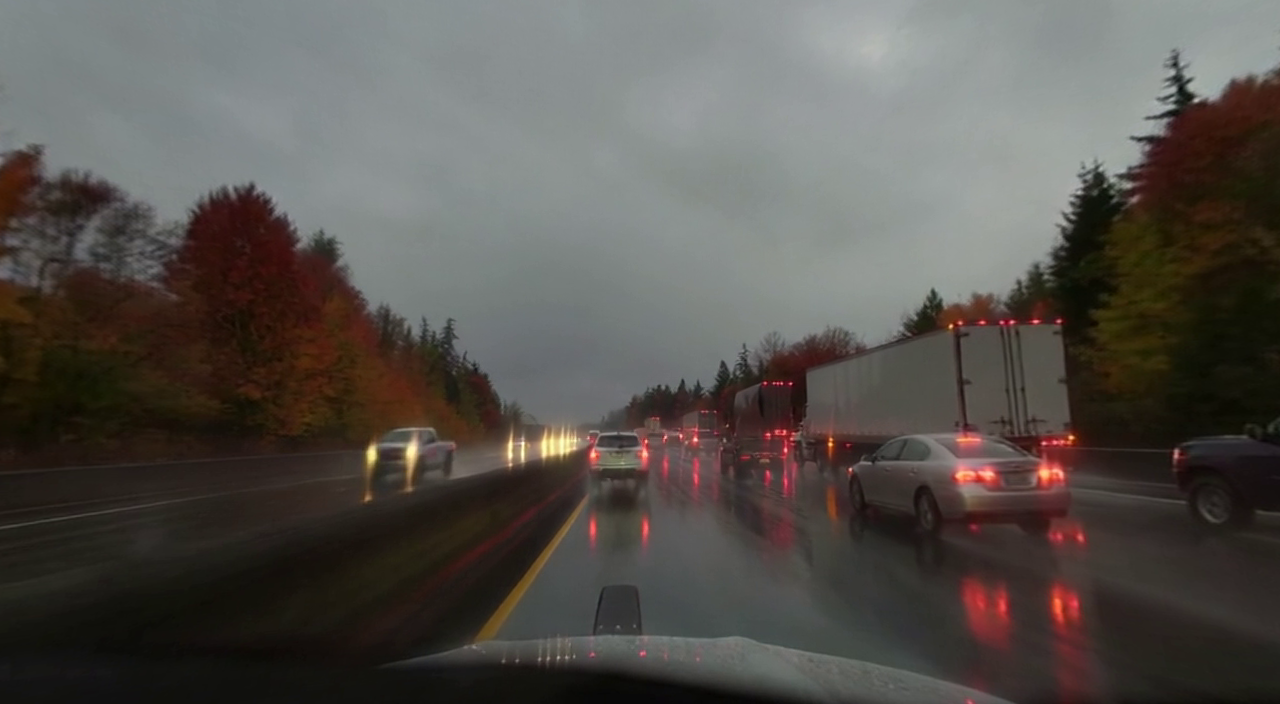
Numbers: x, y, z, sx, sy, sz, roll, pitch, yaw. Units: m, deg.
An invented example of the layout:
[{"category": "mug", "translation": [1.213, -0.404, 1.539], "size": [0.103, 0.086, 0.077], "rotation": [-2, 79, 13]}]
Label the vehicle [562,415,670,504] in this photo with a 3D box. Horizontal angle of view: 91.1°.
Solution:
[{"category": "vehicle", "translation": [-0.478, 2.384, 14.455], "size": [2.087, 1.709, 4.455], "rotation": [0, -8, -1]}]

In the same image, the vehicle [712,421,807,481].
[{"category": "vehicle", "translation": [3.650, 3.097, 20.042], "size": [2.147, 1.707, 3.963], "rotation": [0, -8, -2]}]

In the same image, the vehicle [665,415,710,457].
[{"category": "vehicle", "translation": [3.137, 5.720, 42.941], "size": [2.395, 2.656, 6.037], "rotation": [0, -8, -1]}]

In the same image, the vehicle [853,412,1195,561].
[{"category": "vehicle", "translation": [4.674, 1.660, 8.585], "size": [2.040, 1.523, 4.068], "rotation": [0, -8, -1]}]

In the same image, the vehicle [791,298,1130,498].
[{"category": "vehicle", "translation": [8.222, 1.851, 19.948], "size": [2.908, 4.099, 14.103], "rotation": [0, -8, -2]}]

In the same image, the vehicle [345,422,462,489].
[{"category": "vehicle", "translation": [-8.059, 3.555, 22.071], "size": [2.203, 2.043, 5.050], "rotation": [0, -8, -1]}]
